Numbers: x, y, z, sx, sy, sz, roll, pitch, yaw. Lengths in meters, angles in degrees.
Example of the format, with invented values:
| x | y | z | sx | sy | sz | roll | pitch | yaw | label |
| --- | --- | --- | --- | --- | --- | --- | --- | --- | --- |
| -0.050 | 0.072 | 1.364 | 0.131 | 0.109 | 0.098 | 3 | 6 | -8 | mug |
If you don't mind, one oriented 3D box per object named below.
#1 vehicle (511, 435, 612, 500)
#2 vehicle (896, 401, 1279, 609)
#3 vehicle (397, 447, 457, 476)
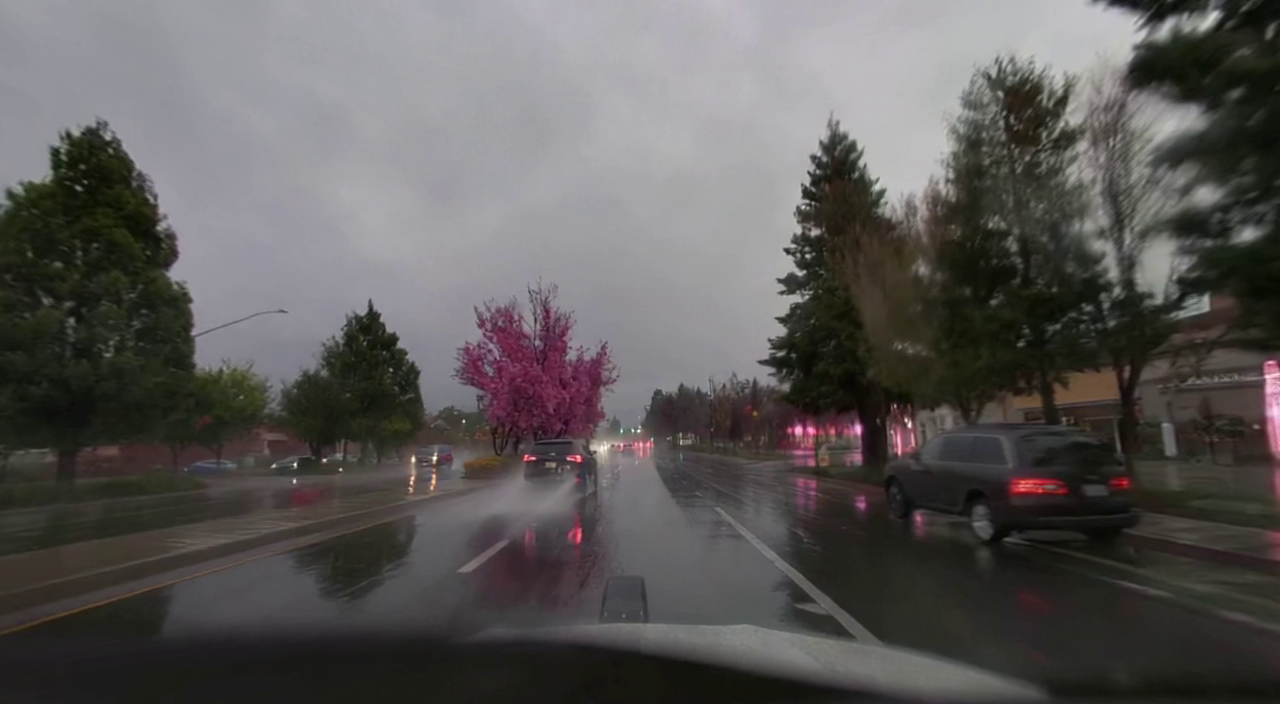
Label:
| x | y | z | sx | sy | sz | roll | pitch | yaw | label |
| --- | --- | --- | --- | --- | --- | --- | --- | --- | --- |
| -2.159 | 3.362 | 18.753 | 2.149 | 1.701 | 4.379 | 0 | -8 | 4 | vehicle |
| 5.151 | 1.713 | 8.175 | 2.363 | 1.781 | 5.156 | -1 | -8 | 11 | vehicle |
| -12.786 | 6.575 | 37.970 | 2.071 | 1.619 | 4.567 | 0 | -8 | -1 | vehicle |
